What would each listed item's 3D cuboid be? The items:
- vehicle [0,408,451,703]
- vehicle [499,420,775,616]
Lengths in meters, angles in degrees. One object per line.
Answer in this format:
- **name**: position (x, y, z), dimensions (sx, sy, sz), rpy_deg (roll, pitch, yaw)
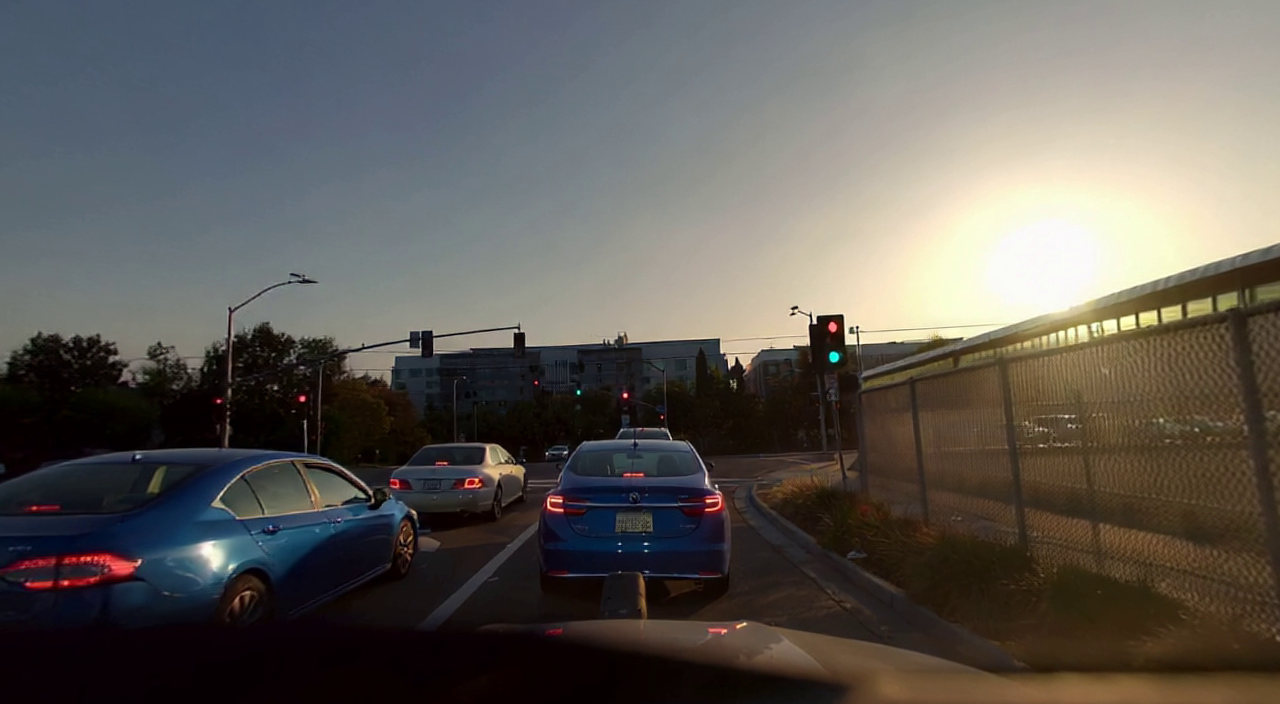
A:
- **vehicle**: position (-3.209, 1.318, 4.861), dimensions (1.971, 1.488, 4.581), rpy_deg (0, -9, 1)
- **vehicle**: position (-0.016, 1.602, 6.989), dimensions (2.144, 1.514, 4.063), rpy_deg (0, -9, 0)
